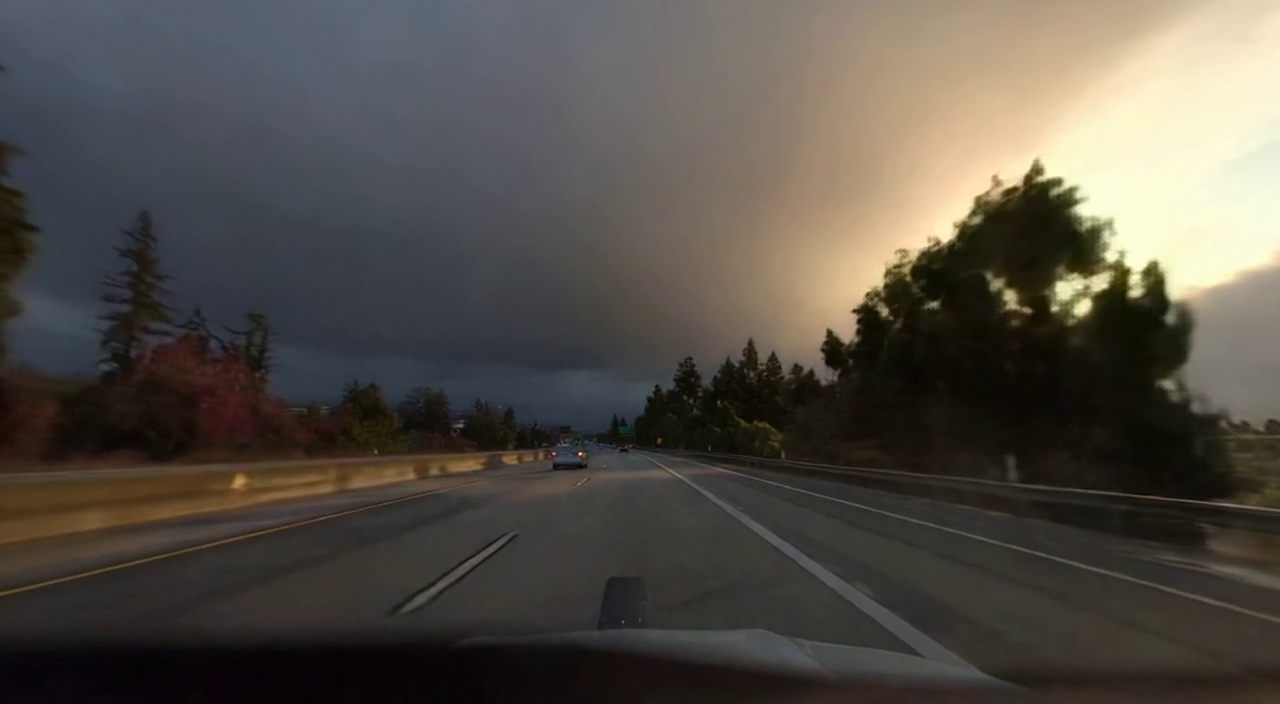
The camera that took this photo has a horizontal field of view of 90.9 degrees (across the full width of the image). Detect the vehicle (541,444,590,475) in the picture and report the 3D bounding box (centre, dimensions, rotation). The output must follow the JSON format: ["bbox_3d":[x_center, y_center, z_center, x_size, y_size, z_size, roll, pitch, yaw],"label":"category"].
[{"bbox_3d":[-3.950,5.785,34.052,2.083,1.560,4.713,0,-9,0],"label":"vehicle"}]
